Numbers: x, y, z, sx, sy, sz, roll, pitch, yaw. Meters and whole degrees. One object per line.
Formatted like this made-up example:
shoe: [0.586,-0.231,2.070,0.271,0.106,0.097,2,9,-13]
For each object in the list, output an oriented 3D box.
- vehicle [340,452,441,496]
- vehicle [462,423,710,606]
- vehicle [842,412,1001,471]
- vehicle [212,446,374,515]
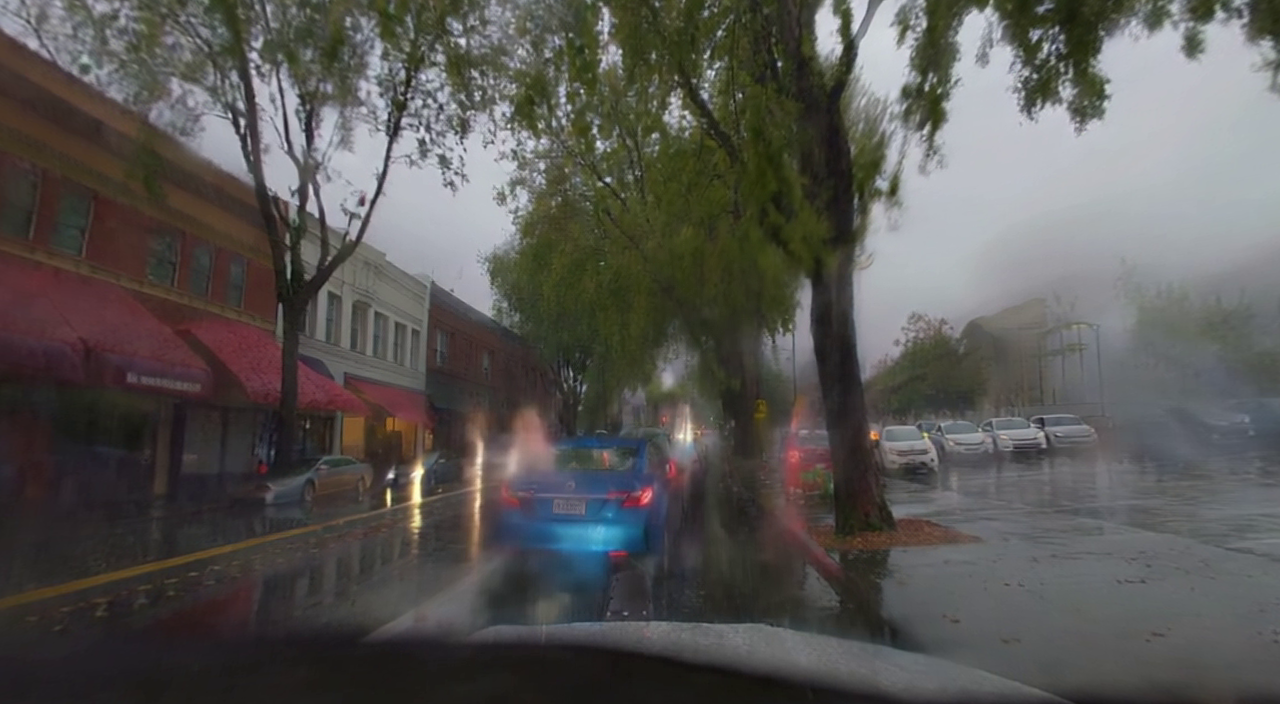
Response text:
vehicle: [-10.255,5.029,26.276,1.826,1.432,4.556,-7,-9,8]
vehicle: [-0.271,1.636,7.290,1.939,1.478,3.922,-2,-8,9]
vehicle: [9.013,2.831,20.216,4.558,1.528,1.915,0,-8,-23]
vehicle: [-11.005,4.065,20.585,2.081,1.718,5.342,-6,-9,3]
